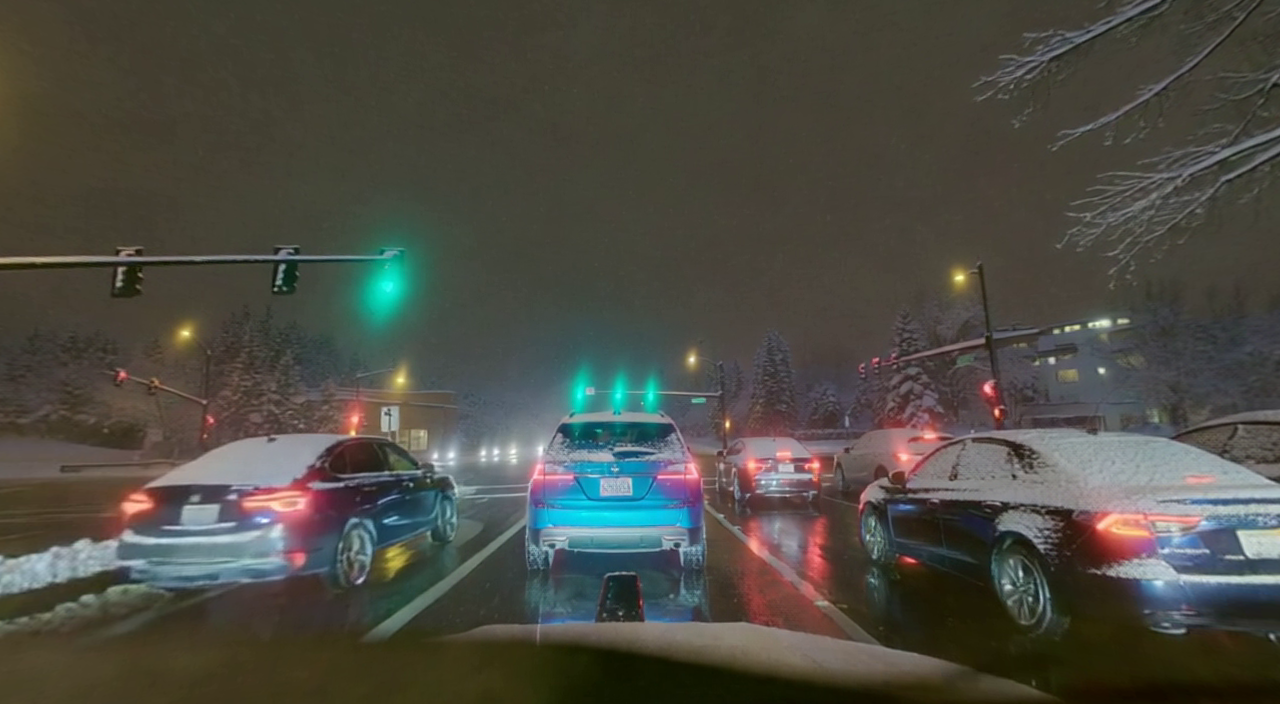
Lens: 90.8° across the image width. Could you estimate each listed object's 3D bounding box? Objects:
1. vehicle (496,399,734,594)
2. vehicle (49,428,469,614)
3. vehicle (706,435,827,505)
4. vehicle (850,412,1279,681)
[{"bbox_3d":[-0.281,1.567,7.634,2.101,1.707,3.904,0,-8,-2],"label":"vehicle"},{"bbox_3d":[-3.649,1.684,7.352,2.063,1.454,4.553,0,-8,0],"label":"vehicle"},{"bbox_3d":[2.967,2.860,15.778,1.950,1.506,4.086,0,-8,-3],"label":"vehicle"},{"bbox_3d":[3.613,1.392,5.696,1.861,1.478,4.185,0,-8,-2],"label":"vehicle"}]
